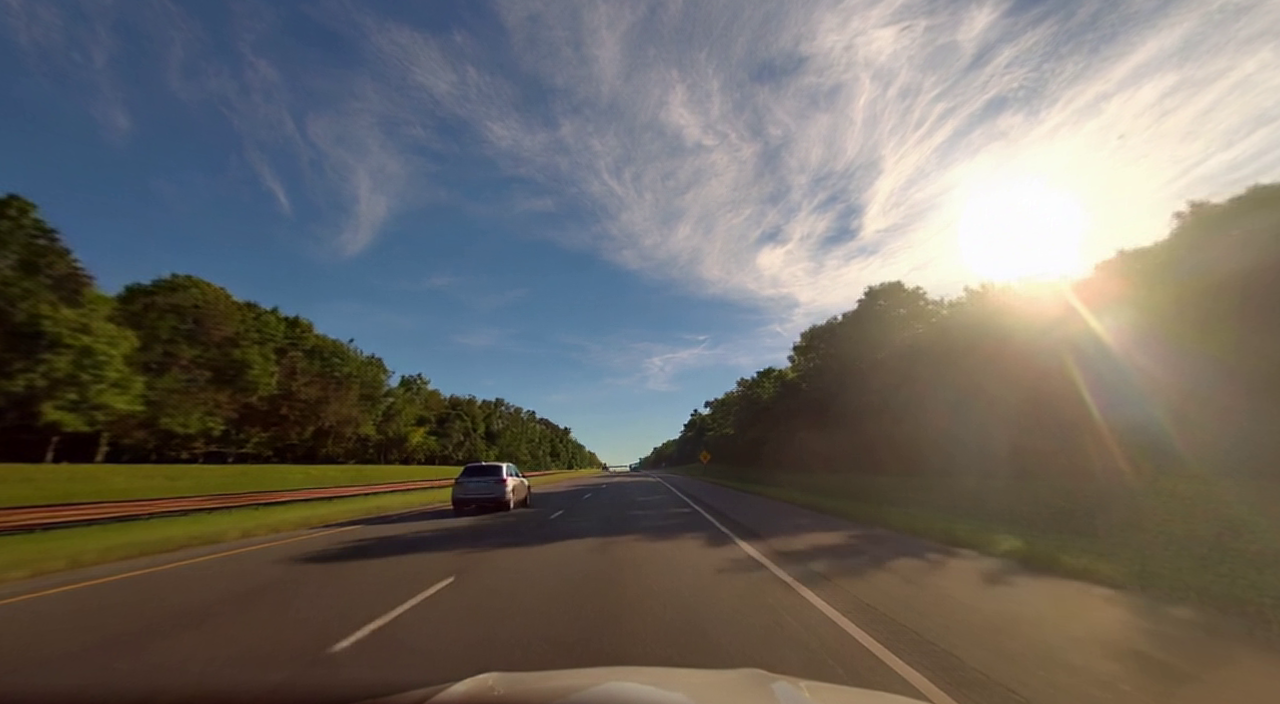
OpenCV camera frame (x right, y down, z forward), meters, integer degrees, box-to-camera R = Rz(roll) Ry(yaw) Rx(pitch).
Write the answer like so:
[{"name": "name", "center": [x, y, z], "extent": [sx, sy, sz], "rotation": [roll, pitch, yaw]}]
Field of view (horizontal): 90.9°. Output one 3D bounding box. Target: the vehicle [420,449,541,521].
[{"name": "vehicle", "center": [-4.005, 3.463, 16.770], "extent": [1.928, 1.593, 4.871], "rotation": [1, -10, 0]}]
